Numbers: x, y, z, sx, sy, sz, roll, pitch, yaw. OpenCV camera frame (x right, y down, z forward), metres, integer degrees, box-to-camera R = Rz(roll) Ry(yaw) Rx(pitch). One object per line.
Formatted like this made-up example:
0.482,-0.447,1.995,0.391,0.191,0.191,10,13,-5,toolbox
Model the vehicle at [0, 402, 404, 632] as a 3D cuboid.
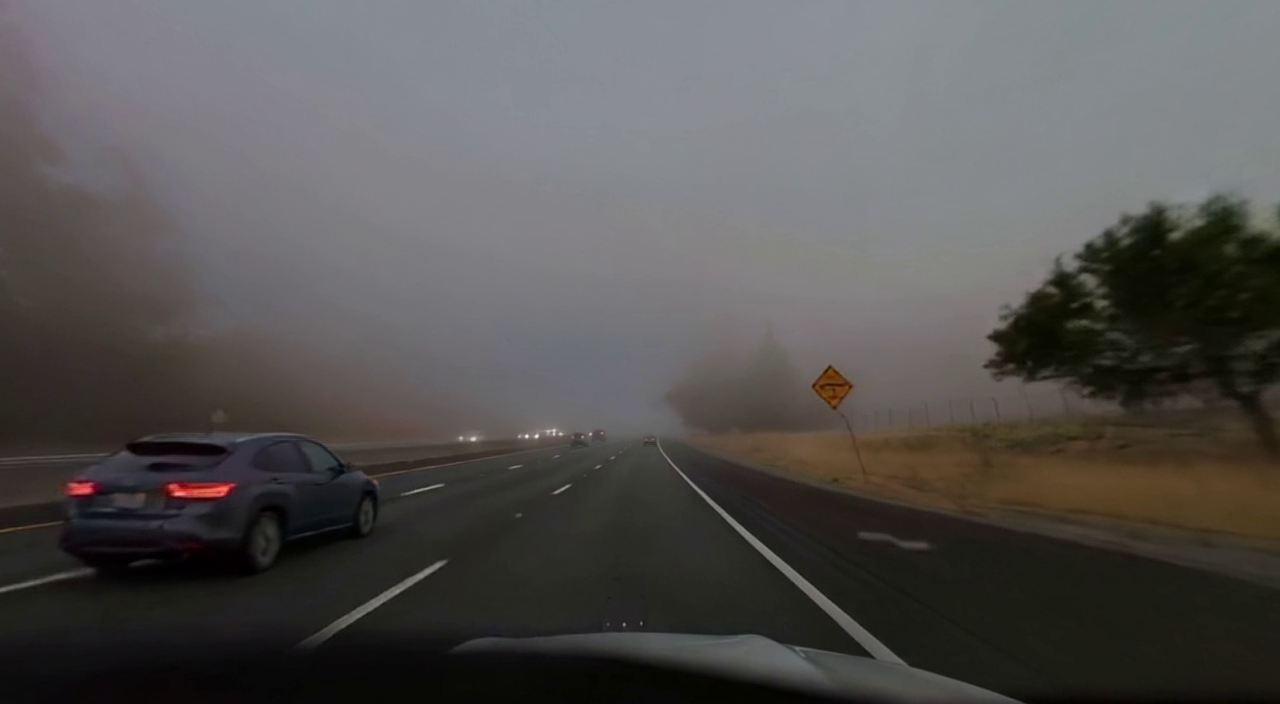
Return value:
-4.500,1.478,6.742,2.071,1.556,4.729,0,-8,1,vehicle
